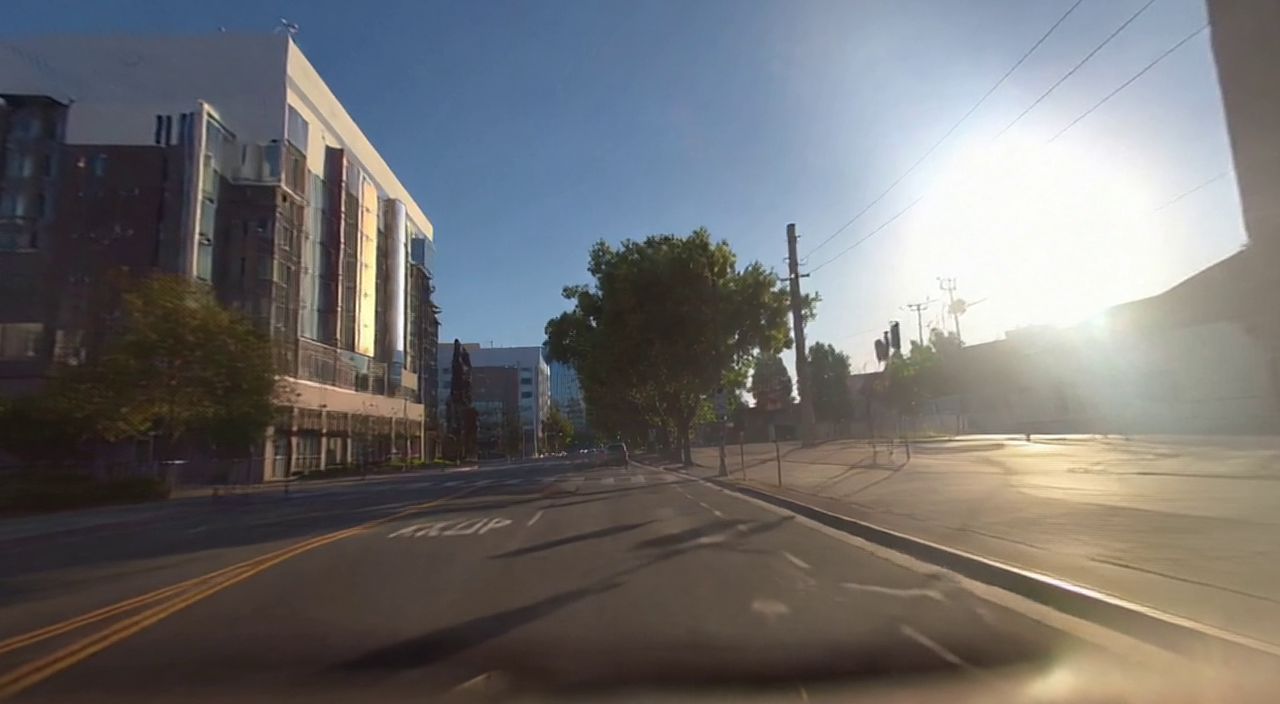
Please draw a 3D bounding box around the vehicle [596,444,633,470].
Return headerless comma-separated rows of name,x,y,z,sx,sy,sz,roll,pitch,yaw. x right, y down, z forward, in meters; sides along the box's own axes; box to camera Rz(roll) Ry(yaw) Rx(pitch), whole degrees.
vehicle,-1.582,6.408,38.783,2.131,1.474,4.146,0,-8,-3
